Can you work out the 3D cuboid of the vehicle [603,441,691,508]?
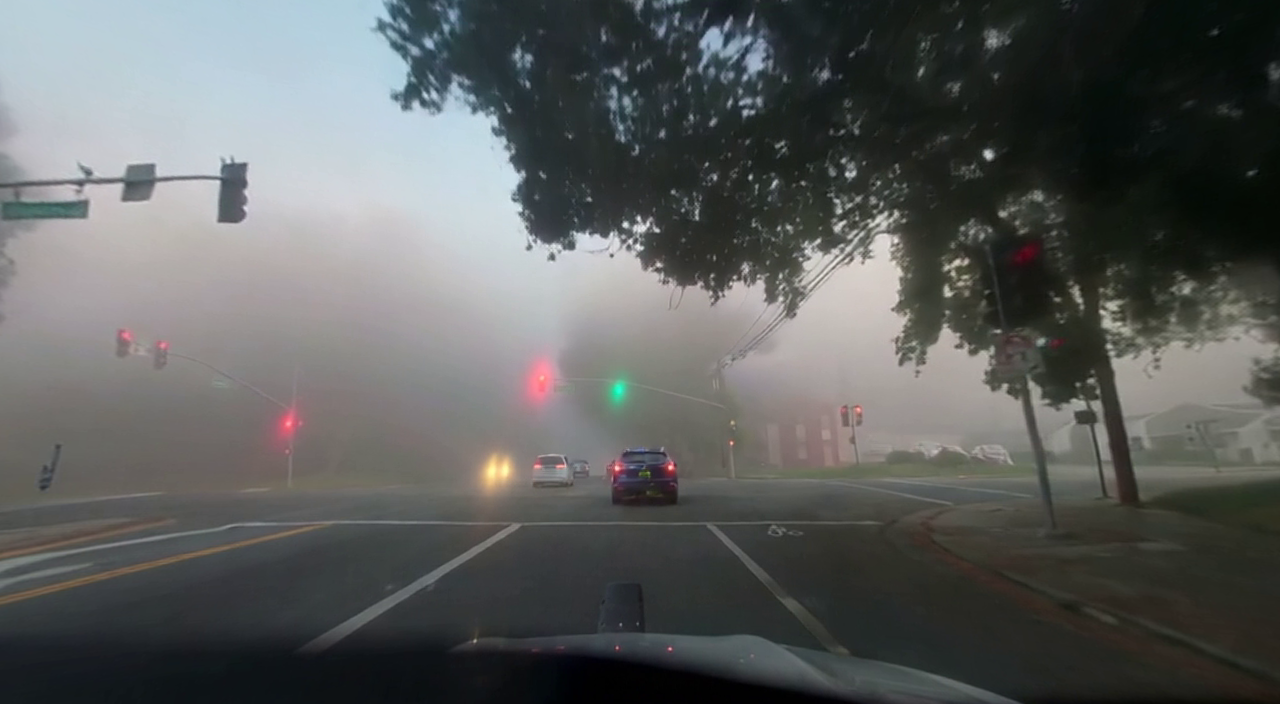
[{"bbox_3d":[0.146,3.328,17.550,2.156,1.636,3.923,0,-9,-1],"label":"vehicle"}]

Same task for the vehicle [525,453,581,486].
[{"bbox_3d":[-4.225,5.792,31.379,2.153,1.474,4.284,0,-9,1],"label":"vehicle"}]
